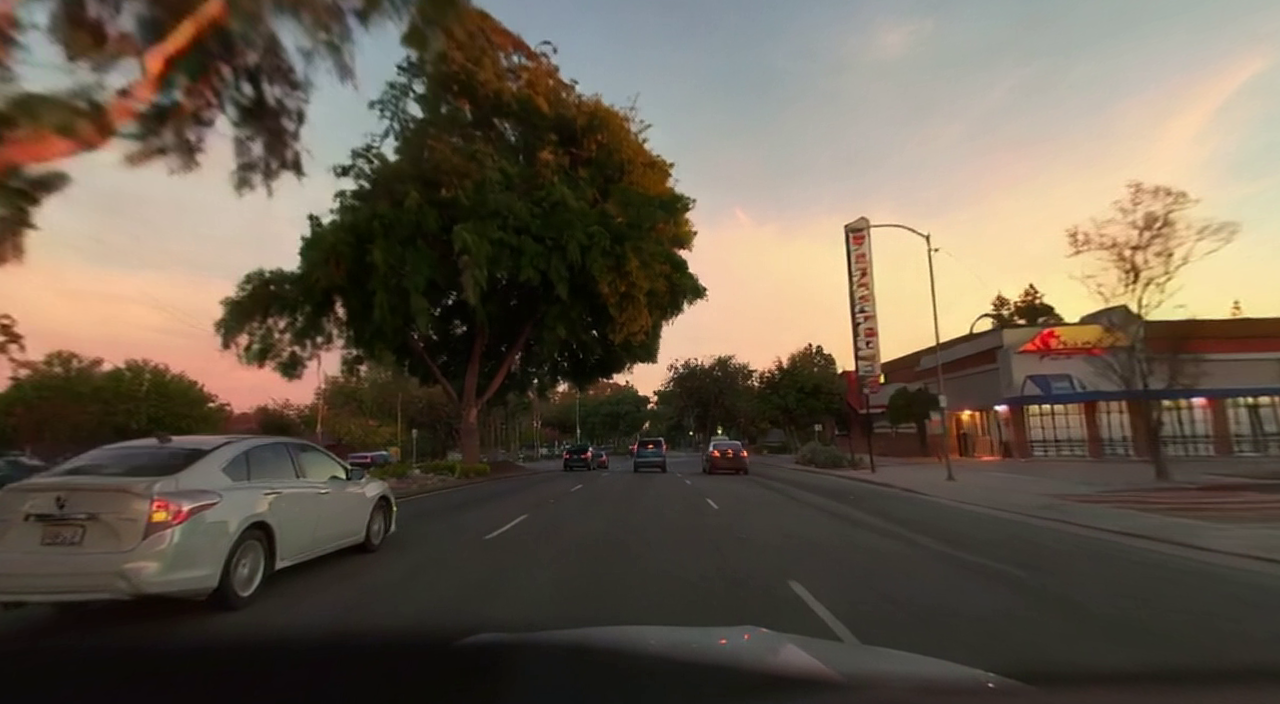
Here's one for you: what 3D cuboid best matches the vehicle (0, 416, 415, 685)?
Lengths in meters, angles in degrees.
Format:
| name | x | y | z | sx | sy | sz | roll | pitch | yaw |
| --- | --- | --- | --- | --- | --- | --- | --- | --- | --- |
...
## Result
| name | x | y | z | sx | sy | sz | roll | pitch | yaw |
| --- | --- | --- | --- | --- | --- | --- | --- | --- | --- |
| vehicle | -3.871 | 1.435 | 5.767 | 1.908 | 1.481 | 4.351 | 0 | -9 | 1 |

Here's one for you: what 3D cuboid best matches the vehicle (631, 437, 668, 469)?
| name | x | y | z | sx | sy | sz | roll | pitch | yaw |
| --- | --- | --- | --- | --- | --- | --- | --- | --- | --- |
| vehicle | 0.567 | 6.316 | 39.378 | 2.193 | 1.873 | 4.033 | 0 | -9 | 0 |

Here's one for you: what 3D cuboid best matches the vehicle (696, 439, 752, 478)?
| name | x | y | z | sx | sy | sz | roll | pitch | yaw |
| --- | --- | --- | --- | --- | --- | --- | --- | --- | --- |
| vehicle | 3.619 | 4.658 | 27.753 | 1.922 | 1.579 | 3.642 | 0 | -9 | -1 |

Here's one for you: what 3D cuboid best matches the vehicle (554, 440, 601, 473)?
| name | x | y | z | sx | sy | sz | roll | pitch | yaw |
| --- | --- | --- | --- | --- | --- | --- | --- | --- | --- |
| vehicle | -3.349 | 5.679 | 34.482 | 2.026 | 1.665 | 4.193 | 0 | -9 | 2 |
